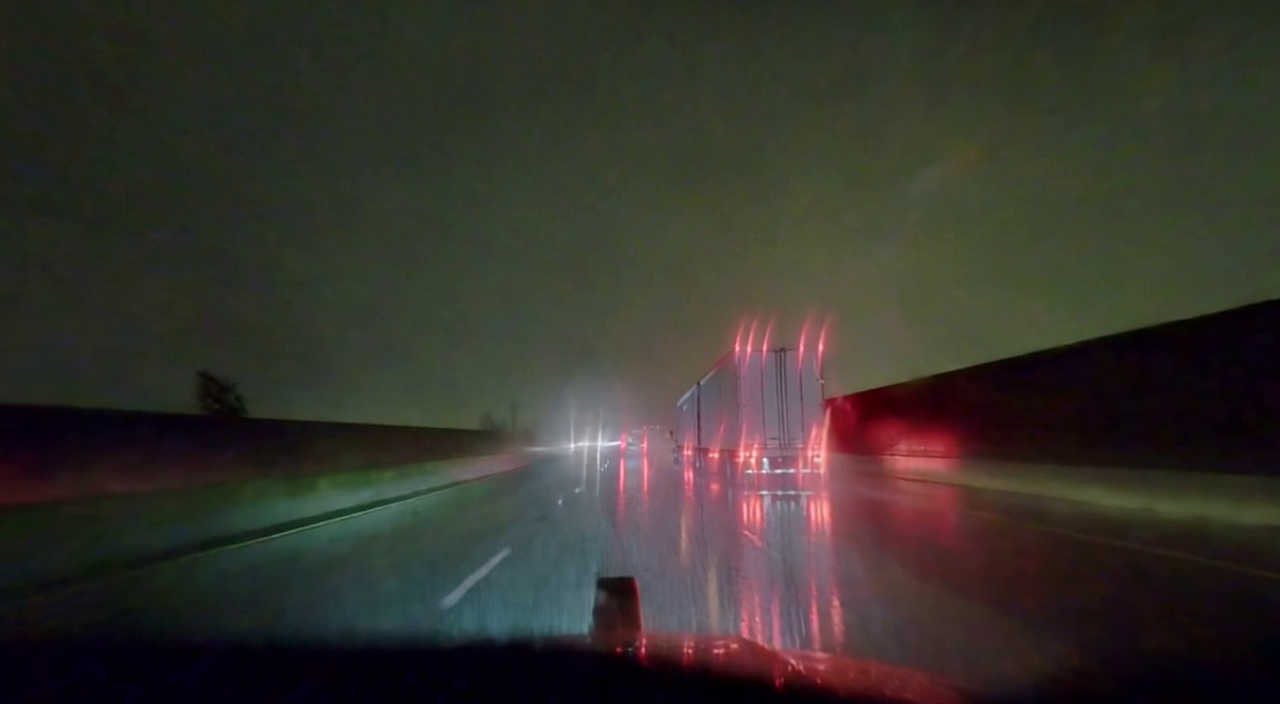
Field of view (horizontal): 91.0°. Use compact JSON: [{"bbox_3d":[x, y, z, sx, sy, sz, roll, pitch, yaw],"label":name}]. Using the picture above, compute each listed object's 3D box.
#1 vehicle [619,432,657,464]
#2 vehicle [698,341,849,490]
[{"bbox_3d":[-0.188,6.628,43.564,2.456,2.007,4.728,0,-8,-1],"label":"vehicle"},{"bbox_3d":[3.929,2.274,21.108,2.967,3.961,8.660,0,-8,-1],"label":"vehicle"}]
